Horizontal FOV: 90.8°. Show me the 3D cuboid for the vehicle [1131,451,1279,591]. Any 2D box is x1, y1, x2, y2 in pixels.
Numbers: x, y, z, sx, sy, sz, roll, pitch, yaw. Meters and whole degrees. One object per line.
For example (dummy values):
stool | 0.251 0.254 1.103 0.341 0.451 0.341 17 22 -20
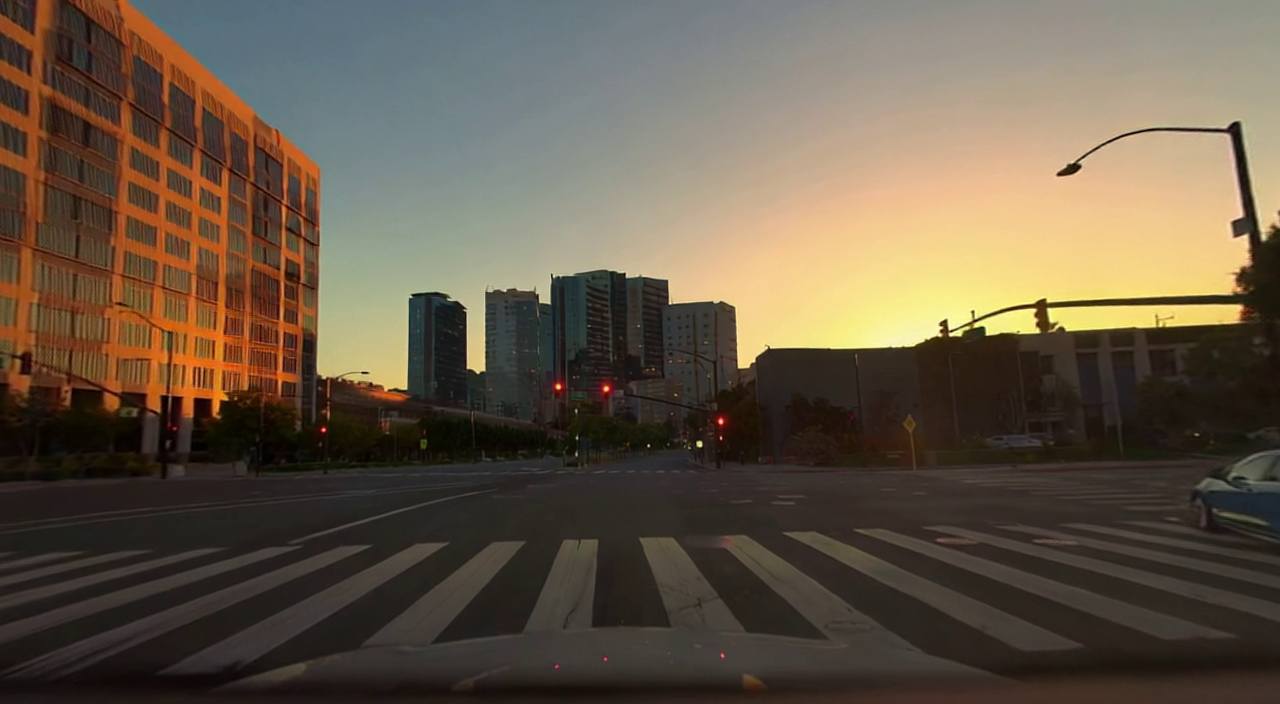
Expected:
vehicle | 7.606 1.744 6.410 1.935 1.421 4.716 -1 -9 8
